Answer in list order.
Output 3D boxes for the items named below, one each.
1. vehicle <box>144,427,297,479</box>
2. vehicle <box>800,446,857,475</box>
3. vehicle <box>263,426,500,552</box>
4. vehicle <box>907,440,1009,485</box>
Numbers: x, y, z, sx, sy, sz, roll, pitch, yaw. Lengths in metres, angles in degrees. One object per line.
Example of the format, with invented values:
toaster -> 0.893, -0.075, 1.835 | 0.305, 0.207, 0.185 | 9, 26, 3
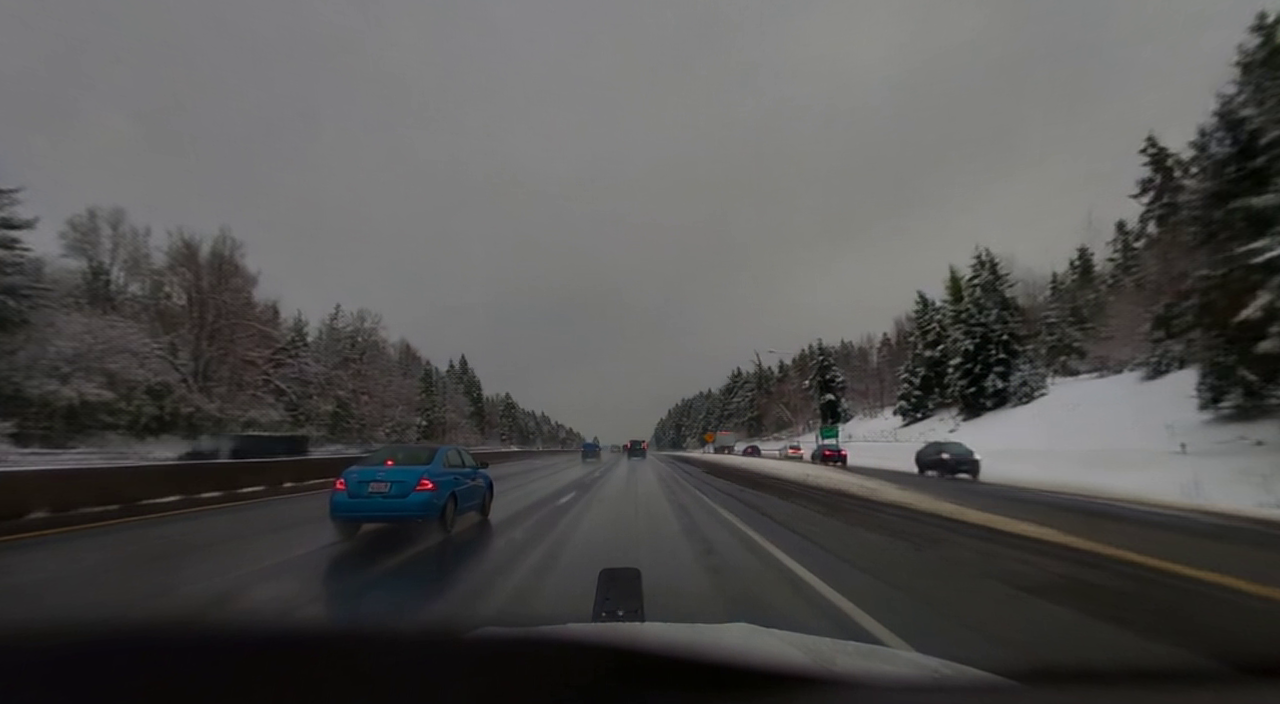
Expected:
vehicle -> -17.506, 4.251, 26.915 | 2.355, 1.935, 6.026 | 0, -9, 0
vehicle -> 10.479, 6.038, 35.495 | 1.940, 1.496, 4.992 | 0, -9, 4
vehicle -> -3.717, 2.040, 10.062 | 2.020, 1.554, 4.137 | 0, -9, 0
vehicle -> 14.260, 4.969, 28.797 | 2.278, 1.816, 5.666 | -1, -9, 7
